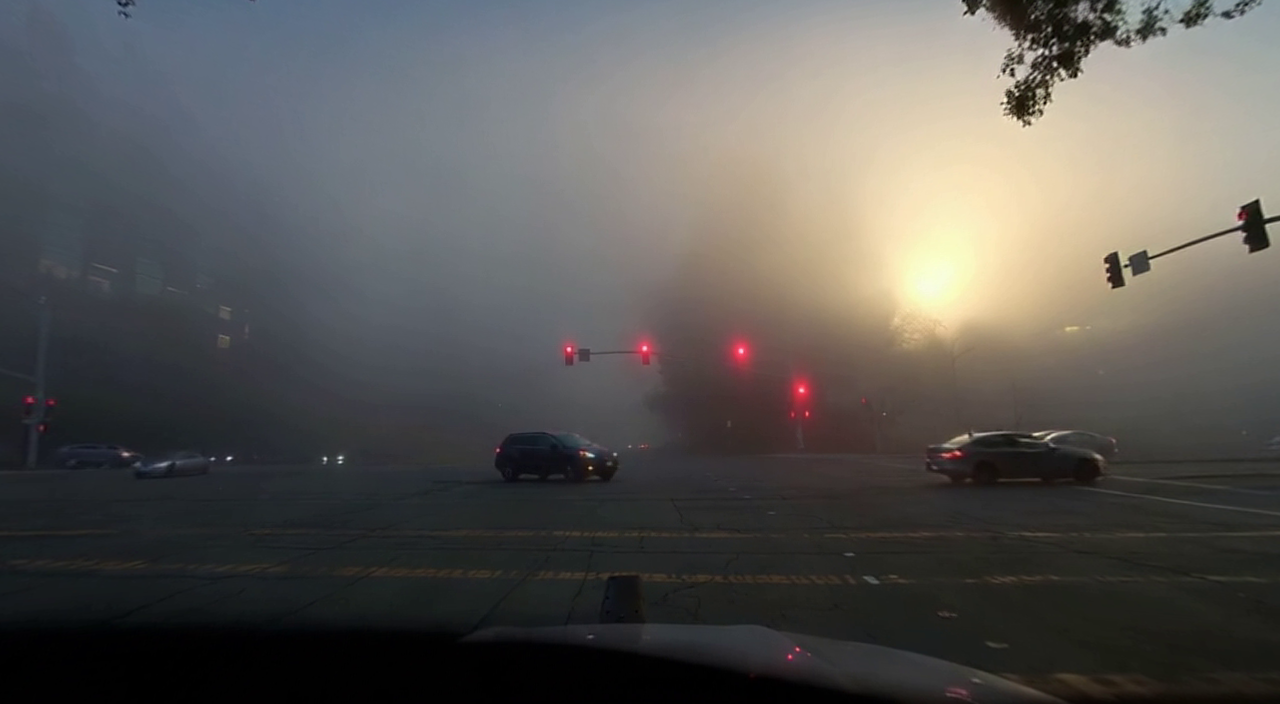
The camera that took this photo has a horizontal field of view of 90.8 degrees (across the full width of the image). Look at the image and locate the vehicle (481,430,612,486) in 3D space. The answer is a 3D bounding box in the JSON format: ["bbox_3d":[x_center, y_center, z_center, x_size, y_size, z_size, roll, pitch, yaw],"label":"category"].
[{"bbox_3d":[-3.803,4.147,25.071,5.310,1.972,2.223,-8,-11,41],"label":"vehicle"}]

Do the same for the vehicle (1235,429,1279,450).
[{"bbox_3d":[45.669,6.272,45.267,1.786,1.412,4.330,0,-8,0],"label":"vehicle"}]

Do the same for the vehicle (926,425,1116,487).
[{"bbox_3d":[10.918,3.017,18.412,4.180,1.678,1.982,-1,-9,6],"label":"vehicle"}]

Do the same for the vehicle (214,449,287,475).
[{"bbox_3d":[-26.500,7.484,43.201,2.135,1.637,4.582,0,-9,-1],"label":"vehicle"}]

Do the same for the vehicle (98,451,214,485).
[{"bbox_3d":[-23.142,5.528,30.461,1.909,1.473,4.571,0,-8,1],"label":"vehicle"}]

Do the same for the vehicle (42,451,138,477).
[{"bbox_3d":[-41.414,8.434,47.622,2.901,1.827,5.034,-9,-13,44],"label":"vehicle"}]
